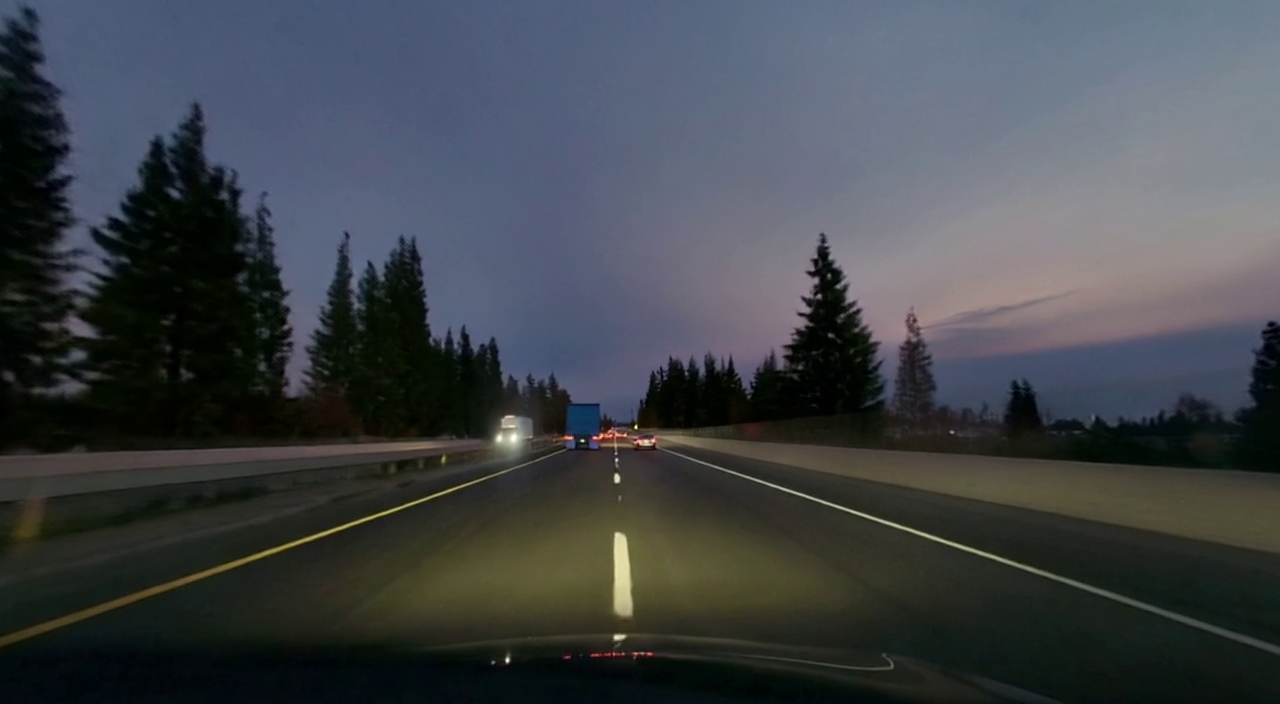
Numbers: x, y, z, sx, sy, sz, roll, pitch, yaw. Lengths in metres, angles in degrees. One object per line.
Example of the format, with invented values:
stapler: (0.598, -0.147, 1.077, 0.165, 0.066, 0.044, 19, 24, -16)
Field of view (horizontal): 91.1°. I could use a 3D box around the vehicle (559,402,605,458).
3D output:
vehicle: (-3.419, 4.807, 38.746, 2.450, 3.098, 6.965, 0, -8, -2)
